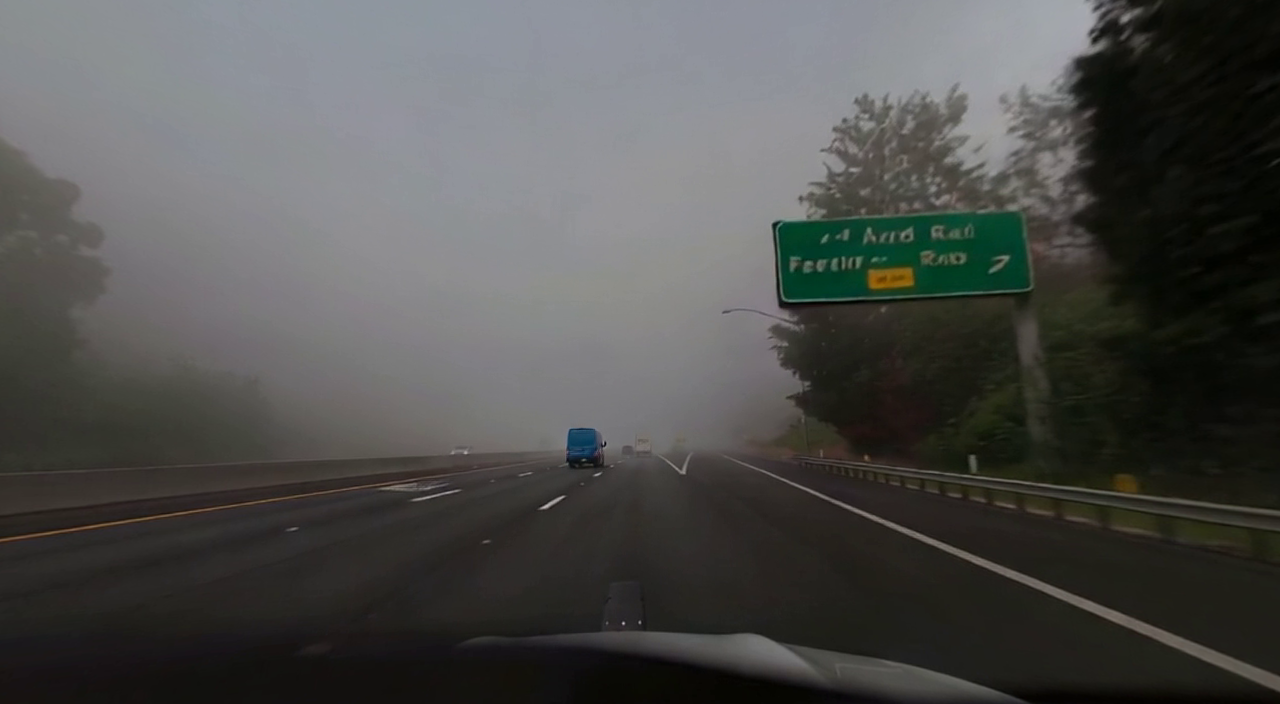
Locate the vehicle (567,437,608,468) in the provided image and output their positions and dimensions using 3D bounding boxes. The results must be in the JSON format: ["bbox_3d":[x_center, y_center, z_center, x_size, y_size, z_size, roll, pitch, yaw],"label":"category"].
[{"bbox_3d":[-3.233,6.289,39.433,2.169,1.849,4.639,0,-8,0],"label":"vehicle"}]
